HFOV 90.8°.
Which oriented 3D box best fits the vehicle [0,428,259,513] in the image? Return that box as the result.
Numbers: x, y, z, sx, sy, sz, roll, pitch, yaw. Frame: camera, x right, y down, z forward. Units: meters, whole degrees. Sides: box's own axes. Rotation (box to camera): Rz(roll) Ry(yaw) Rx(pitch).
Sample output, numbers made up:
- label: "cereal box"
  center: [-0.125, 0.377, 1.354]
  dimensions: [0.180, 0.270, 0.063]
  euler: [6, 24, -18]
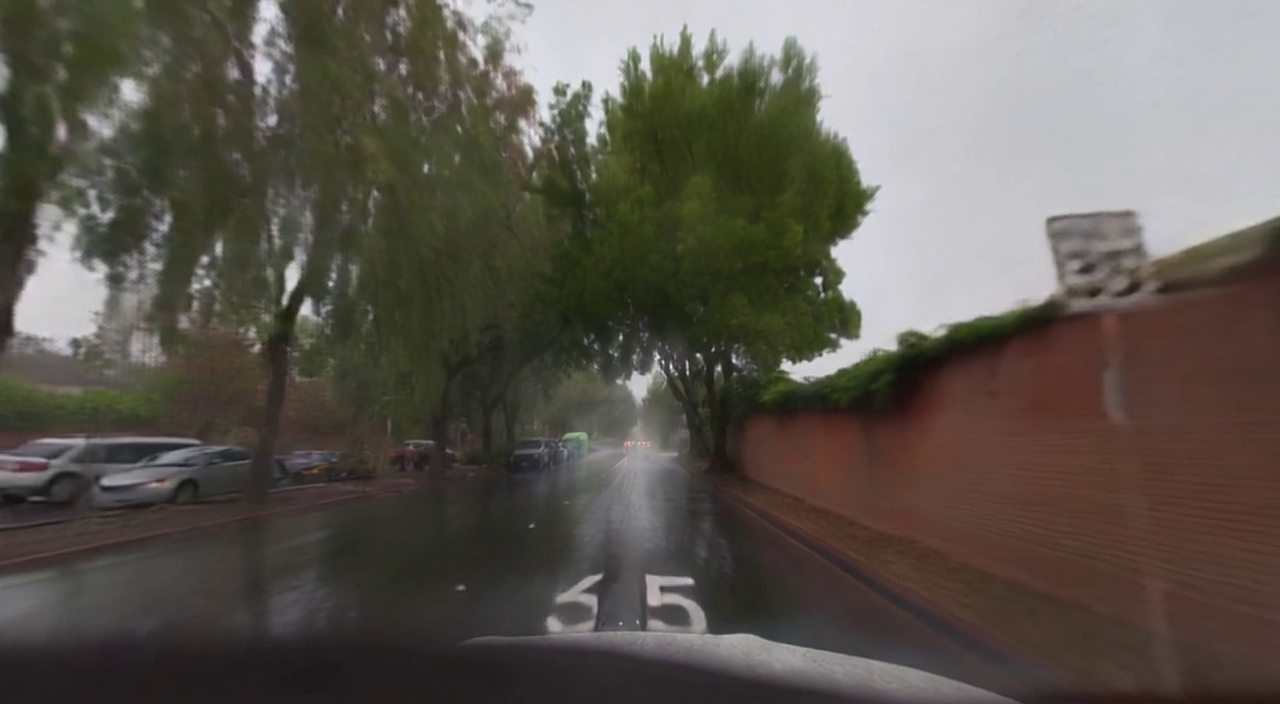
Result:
- label: "vehicle"
  center: [-13.352, 3.006, 16.358]
  dimensions: [5.428, 1.908, 2.196]
  euler: [1, -8, 0]

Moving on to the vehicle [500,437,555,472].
- label: "vehicle"
  center: [-6.362, 5.847, 36.509]
  dimensions: [2.109, 1.847, 5.553]
  euler: [0, -7, 0]

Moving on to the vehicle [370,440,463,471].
- label: "vehicle"
  center: [-13.818, 6.400, 39.258]
  dimensions: [4.991, 1.692, 1.960]
  euler: [2, -8, -1]
